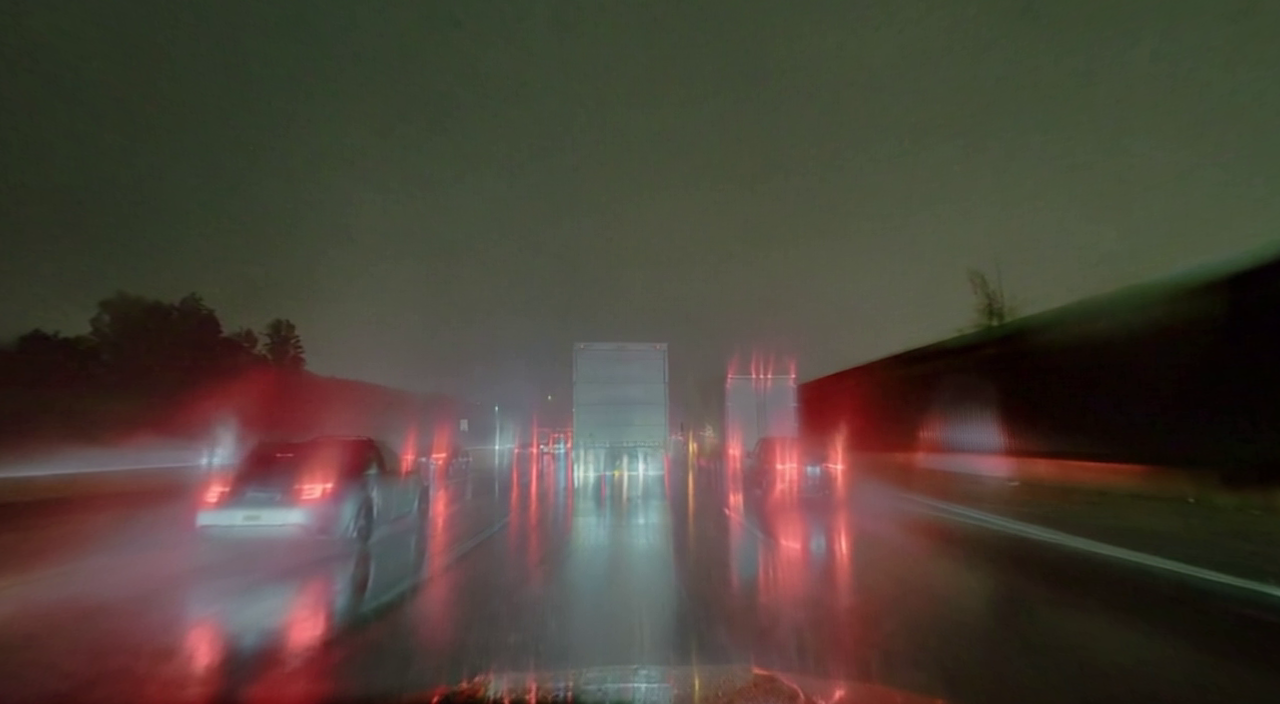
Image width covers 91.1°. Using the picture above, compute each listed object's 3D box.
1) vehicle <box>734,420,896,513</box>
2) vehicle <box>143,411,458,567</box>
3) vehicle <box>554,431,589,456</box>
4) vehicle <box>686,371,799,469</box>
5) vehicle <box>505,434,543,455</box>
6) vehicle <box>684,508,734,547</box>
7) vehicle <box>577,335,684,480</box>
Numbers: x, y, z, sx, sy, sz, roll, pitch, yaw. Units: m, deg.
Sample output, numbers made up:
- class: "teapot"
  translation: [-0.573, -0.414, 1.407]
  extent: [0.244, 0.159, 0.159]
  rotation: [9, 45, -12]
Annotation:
- class: "vehicle"
  translation: [3.205, 2.170, 12.501]
  extent: [1.976, 1.513, 4.065]
  rotation: [0, -8, -1]
- class: "vehicle"
  translation: [-3.847, 1.587, 8.047]
  extent: [1.882, 1.493, 3.828]
  rotation: [0, -8, 0]
- class: "vehicle"
  translation: [-4.605, 6.202, 42.859]
  extent: [1.986, 1.612, 4.155]
  rotation: [0, -8, 0]
- class: "vehicle"
  translation: [4.662, 3.795, 32.451]
  extent: [2.863, 3.936, 14.058]
  rotation: [1, -9, -3]
- class: "vehicle"
  translation: [-8.541, 6.840, 46.805]
  extent: [2.019, 1.471, 4.347]
  rotation: [0, -8, 0]
- class: "vehicle"
  translation: [4.341, 11.138, 40.077]
  extent: [2.835, 2.000, 2.696]
  rotation: [0, -7, -2]
- class: "vehicle"
  translation: [-0.386, 2.176, 22.523]
  extent: [2.938, 4.033, 9.980]
  rotation: [0, -8, -1]
